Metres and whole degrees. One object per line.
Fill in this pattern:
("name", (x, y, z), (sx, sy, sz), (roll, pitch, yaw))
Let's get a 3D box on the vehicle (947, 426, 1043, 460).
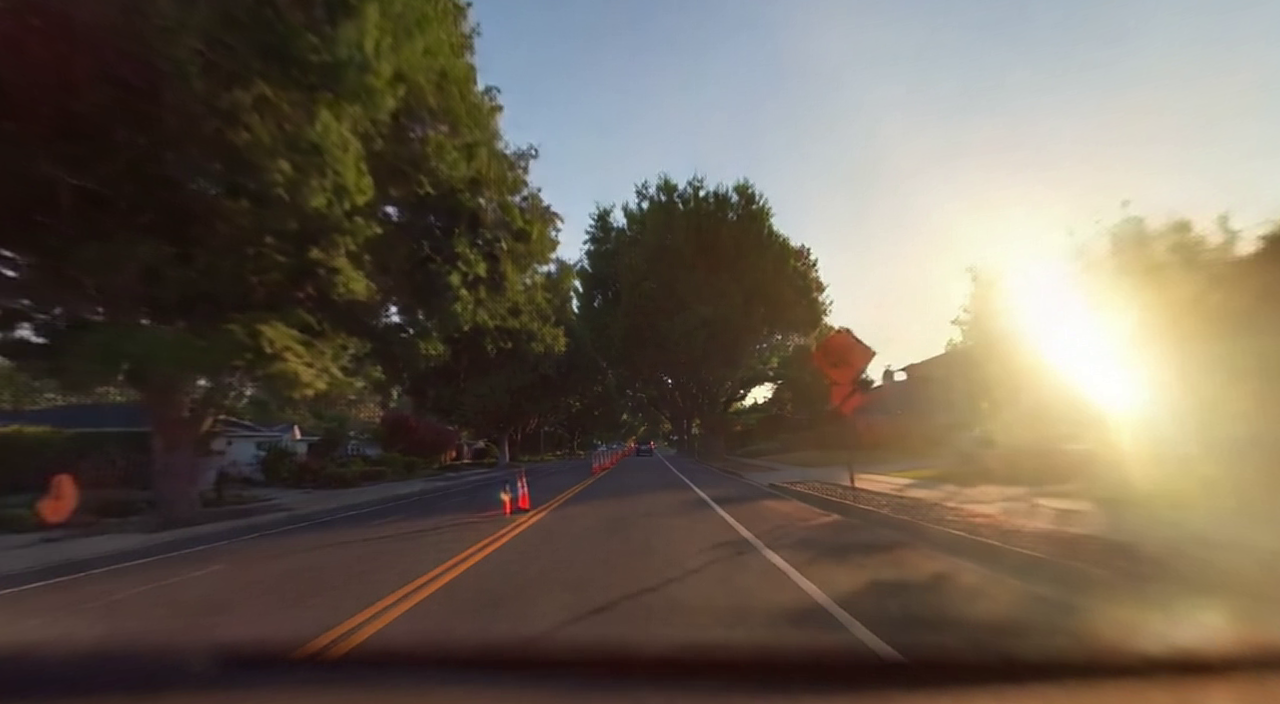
("vehicle", (16.933, 4.351, 30.202), (3.462, 1.576, 1.863), (1, -8, -4))
